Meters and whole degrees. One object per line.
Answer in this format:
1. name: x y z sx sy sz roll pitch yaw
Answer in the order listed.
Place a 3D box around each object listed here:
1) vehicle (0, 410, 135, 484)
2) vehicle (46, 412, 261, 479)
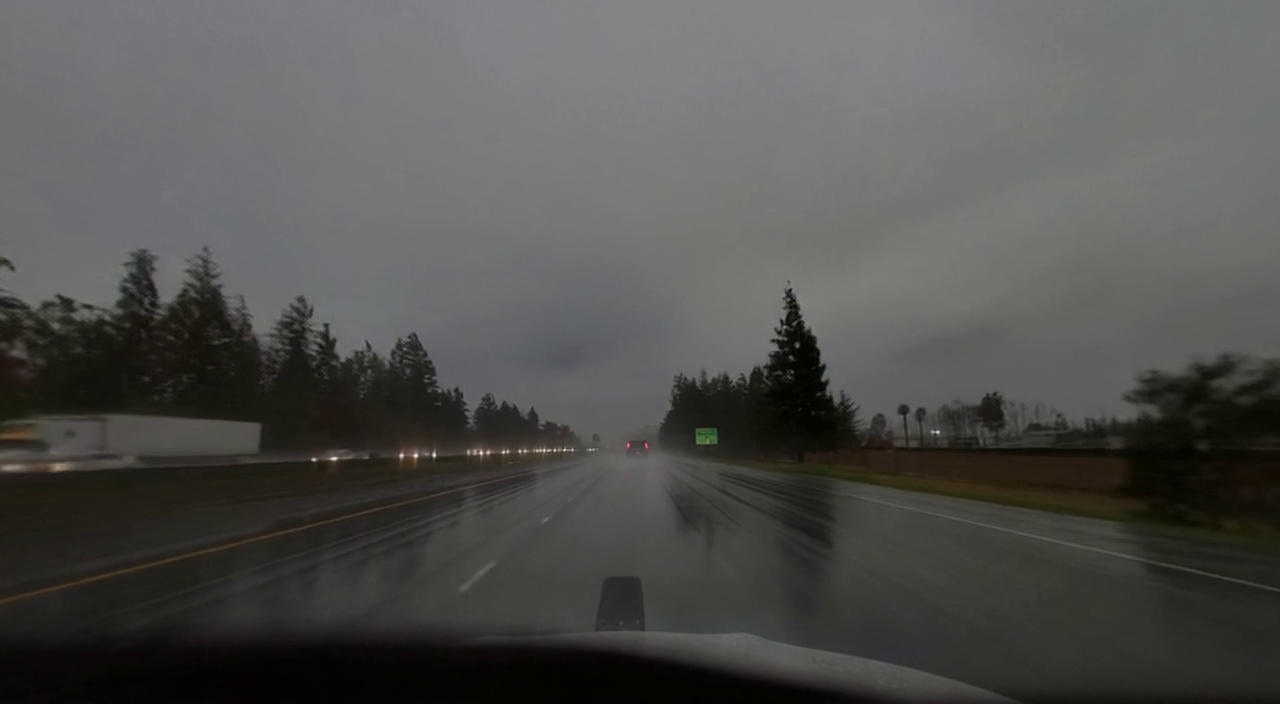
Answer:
1. vehicle: -36.113 5.830 38.842 3.039 4.027 8.444 0 -9 -1
2. vehicle: -36.171 7.273 48.853 3.404 4.230 16.727 0 -9 0
